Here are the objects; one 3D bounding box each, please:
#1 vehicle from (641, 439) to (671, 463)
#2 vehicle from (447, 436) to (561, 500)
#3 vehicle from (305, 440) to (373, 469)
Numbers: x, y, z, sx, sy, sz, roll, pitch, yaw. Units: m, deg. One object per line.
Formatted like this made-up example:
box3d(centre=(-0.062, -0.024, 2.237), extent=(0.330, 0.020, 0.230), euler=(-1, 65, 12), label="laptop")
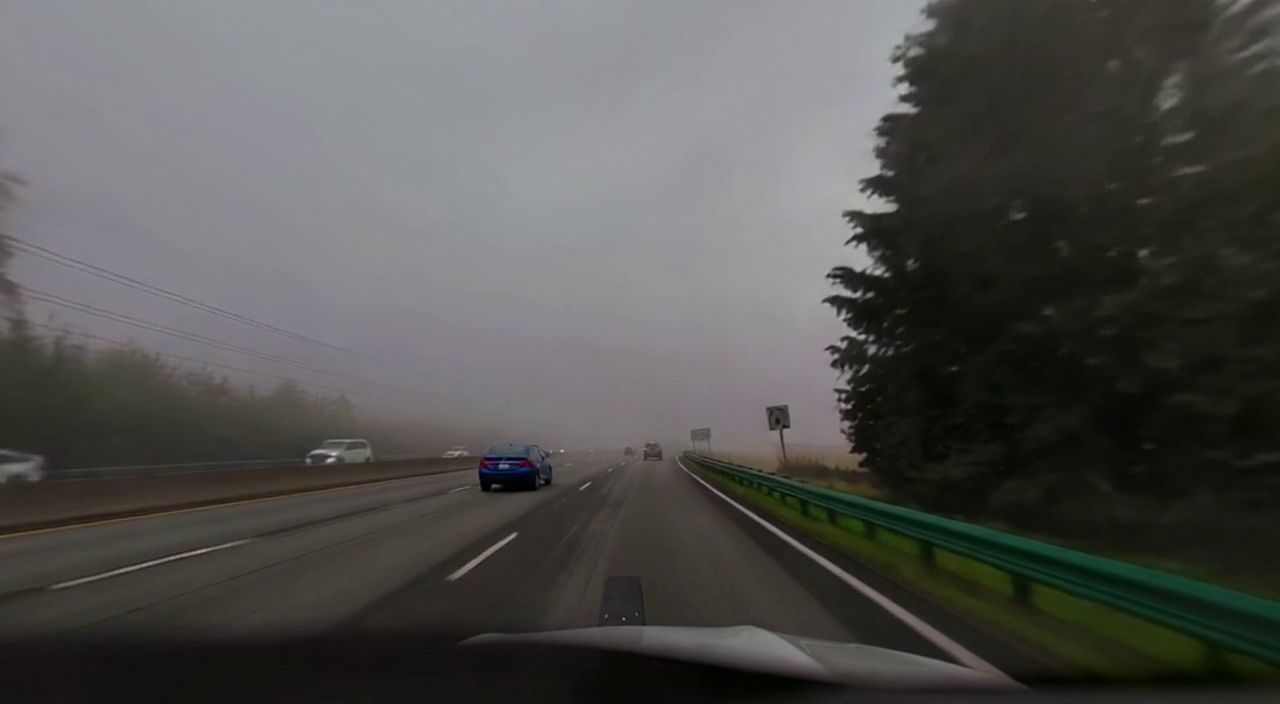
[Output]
box3d(centre=(1.254, 7.498, 48.025), extent=(2.176, 1.725, 4.182), euler=(0, -8, 3), label="vehicle")
box3d(centre=(-3.506, 3.079, 17.212), extent=(2.021, 1.515, 4.453), euler=(0, -8, 2), label="vehicle")
box3d(centre=(-19.072, 6.470, 40.139), extent=(1.998, 1.724, 4.404), euler=(0, -8, 2), label="vehicle")
